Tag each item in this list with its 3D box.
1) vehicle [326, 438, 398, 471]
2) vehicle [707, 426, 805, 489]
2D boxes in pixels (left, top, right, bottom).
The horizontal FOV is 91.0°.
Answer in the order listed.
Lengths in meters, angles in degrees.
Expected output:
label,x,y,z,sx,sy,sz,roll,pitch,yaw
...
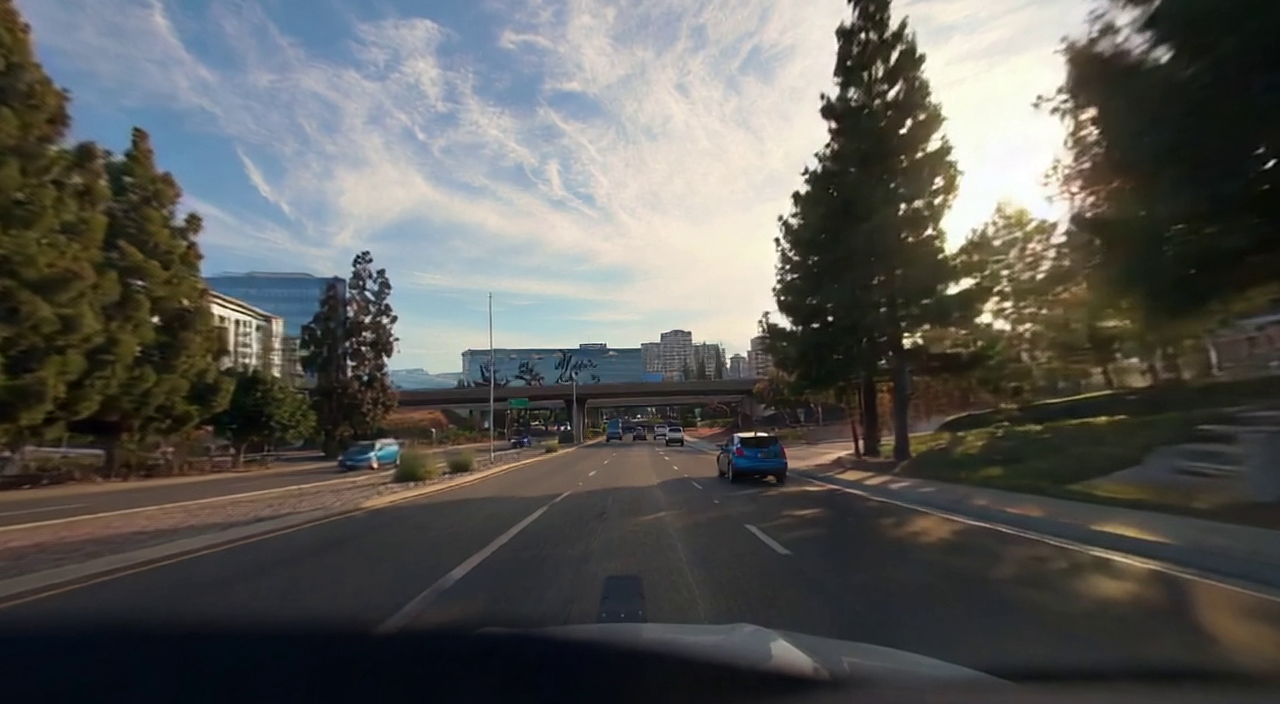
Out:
label,x,y,z,sx,sy,sz,roll,pitch,yaw
vehicle,-15.799,5.844,36.066,1.958,1.725,4.539,0,-9,1
vehicle,3.417,3.228,19.509,2.110,1.712,4.489,0,-9,0
